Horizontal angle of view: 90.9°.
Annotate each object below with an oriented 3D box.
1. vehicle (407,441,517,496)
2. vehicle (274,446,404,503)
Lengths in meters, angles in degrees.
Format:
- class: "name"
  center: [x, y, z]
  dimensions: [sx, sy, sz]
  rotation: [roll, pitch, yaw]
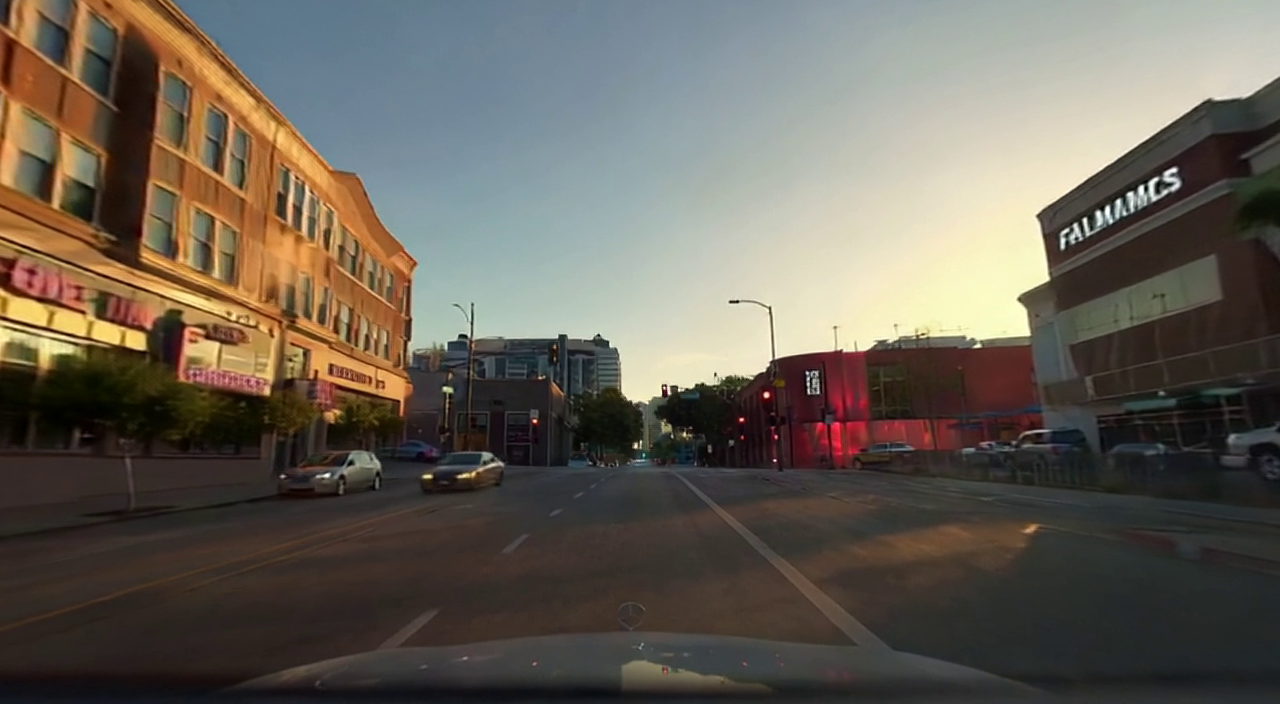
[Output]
- class: "vehicle"
  center: [-5.341, 3.527, 19.578]
  dimensions: [1.984, 1.489, 4.515]
  rotation: [0, -8, 2]
- class: "vehicle"
  center: [-9.194, 3.736, 19.756]
  dimensions: [1.908, 1.529, 4.522]
  rotation: [0, -8, -1]
